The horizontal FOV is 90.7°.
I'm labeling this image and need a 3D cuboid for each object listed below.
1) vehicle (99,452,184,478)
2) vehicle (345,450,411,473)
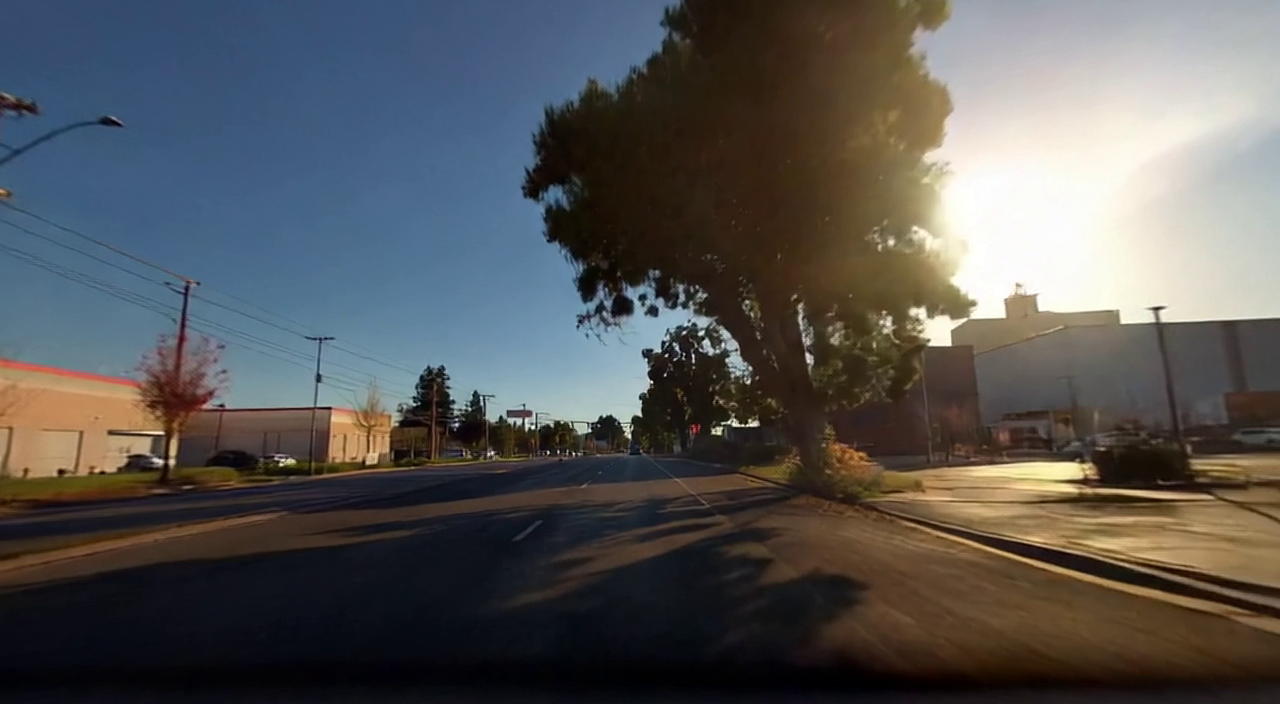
[{"bbox_3d":[-32.713,7.401,41.595,3.976,1.504,1.896,-2,-7,1],"label":"vehicle"},{"bbox_3d":[-20.181,8.444,48.779,4.303,1.409,1.862,-3,-6,2],"label":"vehicle"}]
